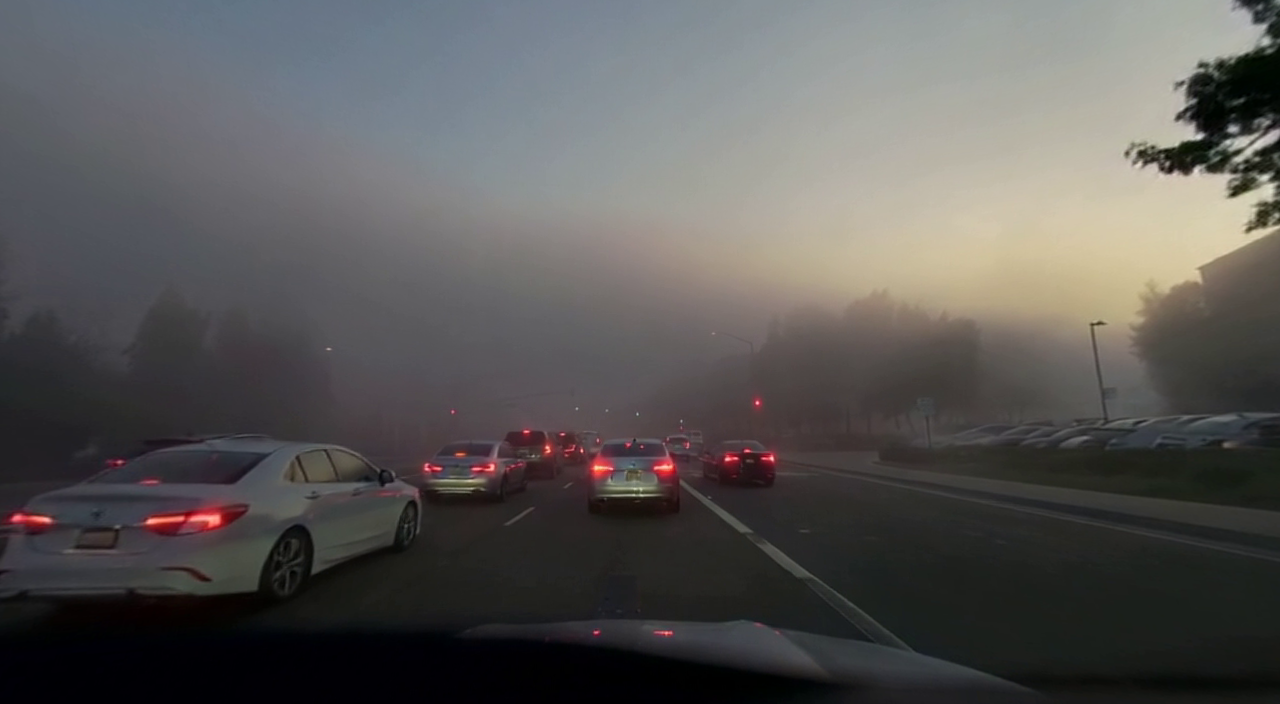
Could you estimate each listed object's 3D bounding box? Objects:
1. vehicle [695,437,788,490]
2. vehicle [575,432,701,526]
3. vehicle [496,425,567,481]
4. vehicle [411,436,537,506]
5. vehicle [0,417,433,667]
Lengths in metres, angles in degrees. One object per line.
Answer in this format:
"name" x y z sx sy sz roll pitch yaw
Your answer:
"vehicle" 3.016 3.408 19.744 1.978 1.452 4.381 0 -8 -3
"vehicle" -0.098 2.332 12.169 2.007 1.467 4.059 0 -8 -2
"vehicle" -3.971 3.787 23.875 2.054 1.881 4.469 0 -8 -2
"vehicle" -3.864 2.839 15.538 1.985 1.467 4.224 0 -8 0
"vehicle" -3.731 1.461 6.013 2.052 1.475 4.341 0 -8 0
